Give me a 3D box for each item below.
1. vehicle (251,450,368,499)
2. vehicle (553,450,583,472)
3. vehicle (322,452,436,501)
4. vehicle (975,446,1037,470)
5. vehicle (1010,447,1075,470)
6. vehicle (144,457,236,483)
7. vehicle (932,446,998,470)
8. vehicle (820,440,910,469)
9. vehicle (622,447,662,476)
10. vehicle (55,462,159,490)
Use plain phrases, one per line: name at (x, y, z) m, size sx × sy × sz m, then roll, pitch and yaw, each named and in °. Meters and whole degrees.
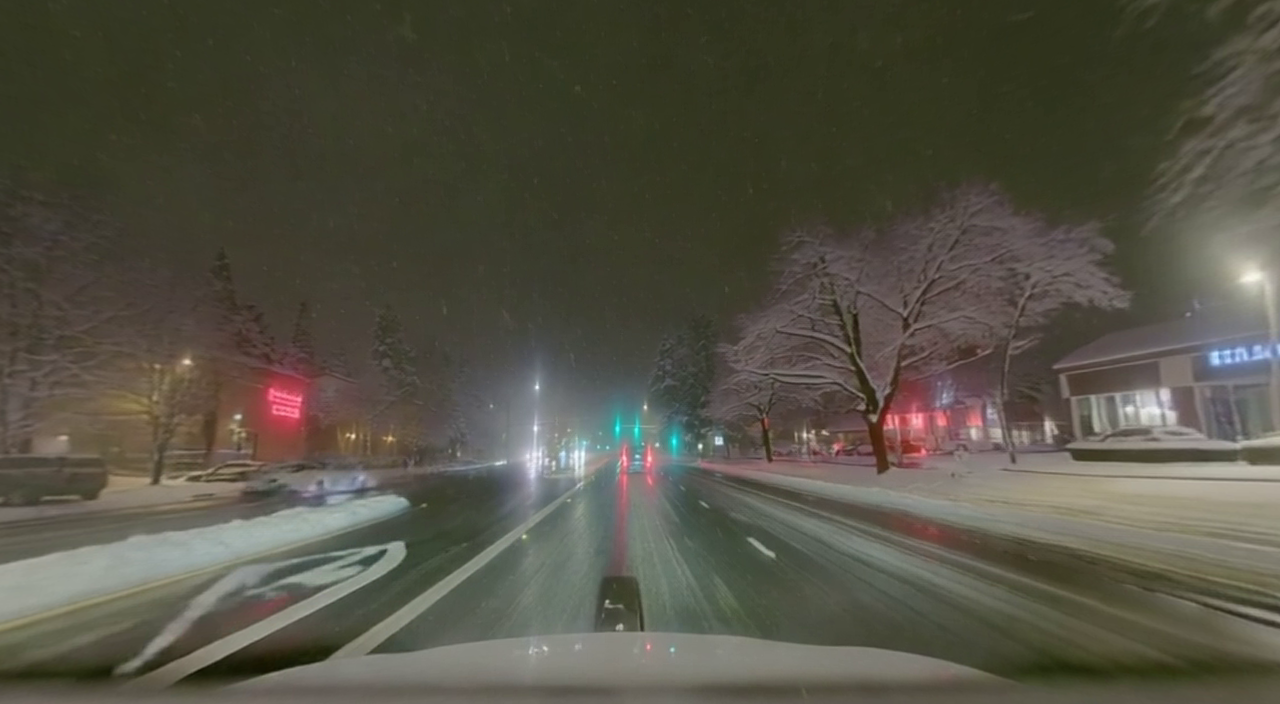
vehicle at (-12.975, 4.800, 25.170) m, size 2.115 × 1.741 × 4.733 m, roll 0°, pitch -9°, yaw 0°
vehicle at (-5.111, 7.752, 45.004) m, size 2.033 × 1.486 × 3.771 m, roll 1°, pitch -9°, yaw -5°
vehicle at (-9.075, 4.331, 22.371) m, size 2.072 × 1.483 × 4.619 m, roll 0°, pitch -9°, yaw 0°
vehicle at (25.631, 7.422, 44.185) m, size 1.883 × 1.524 × 4.065 m, roll -2°, pitch -10°, yaw 1°
vehicle at (28.260, 7.469, 44.328) m, size 1.898 × 1.536 × 4.025 m, roll 0°, pitch -9°, yaw 0°
vehicle at (-29.322, 7.705, 41.145) m, size 4.367 × 1.613 × 2.004 m, roll 0°, pitch -9°, yaw -3°
vehicle at (22.671, 7.419, 44.121) m, size 1.955 × 1.499 × 4.687 m, roll -2°, pitch -9°, yaw -2°
vehicle at (15.685, 7.179, 44.012) m, size 5.466 × 1.861 × 2.135 m, roll -6°, pitch -11°, yaw 31°
vehicle at (0.047, 5.802, 33.492) m, size 1.998 × 1.452 × 3.773 m, roll 0°, pitch -9°, yaw -2°
vehicle at (-30.047, 6.993, 35.551) m, size 4.189 × 1.385 × 1.832 m, roll 1°, pitch -8°, yaw 0°
